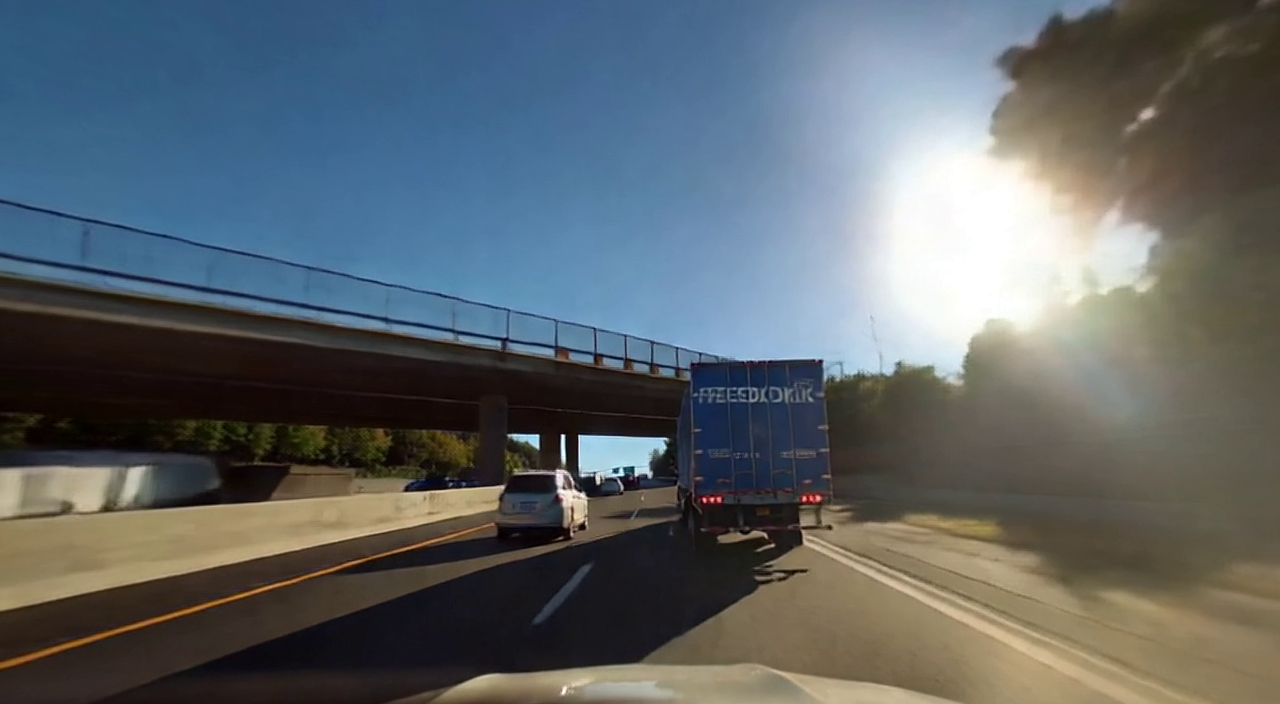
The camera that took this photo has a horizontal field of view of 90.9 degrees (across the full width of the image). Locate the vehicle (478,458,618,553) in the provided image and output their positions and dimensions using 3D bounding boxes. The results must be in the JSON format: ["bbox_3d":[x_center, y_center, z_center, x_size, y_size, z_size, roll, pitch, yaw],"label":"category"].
[{"bbox_3d":[-1.749,3.226,13.858,2.124,1.653,4.857,0,-10,3],"label":"vehicle"}]

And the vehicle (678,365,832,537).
[{"bbox_3d":[2.843,3.047,18.881,2.980,3.834,9.423,1,-10,1],"label":"vehicle"}]
